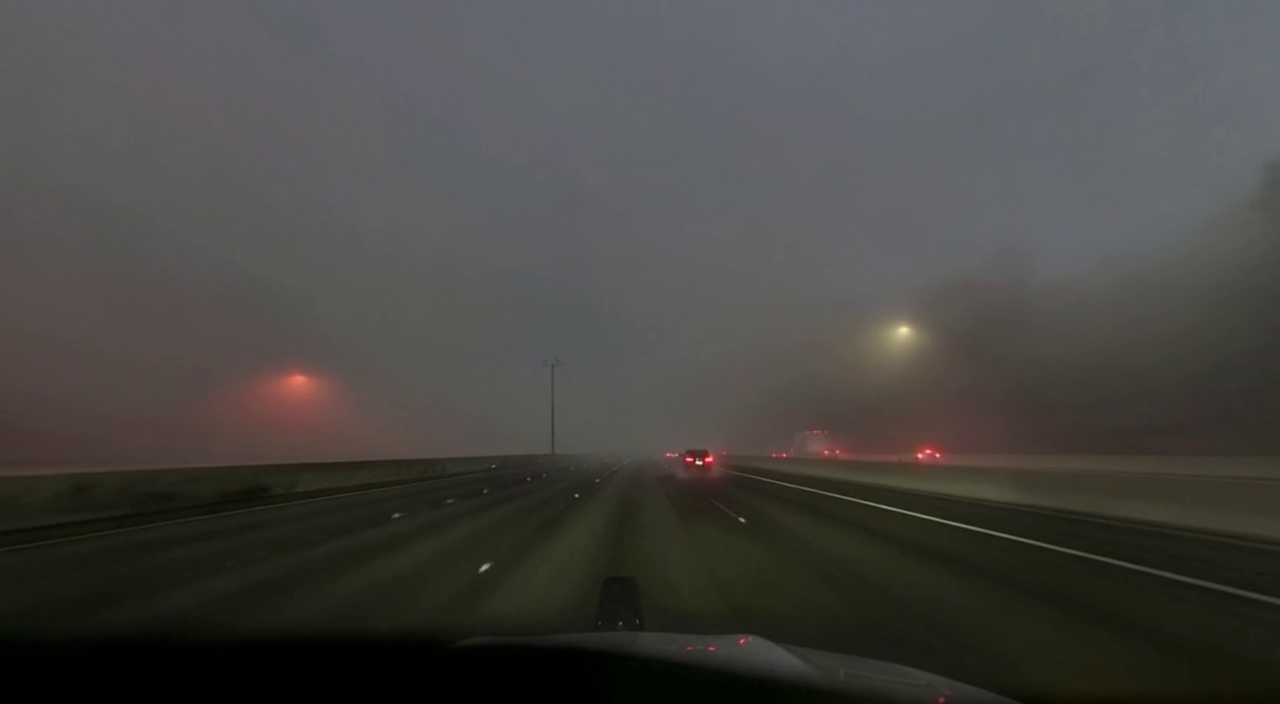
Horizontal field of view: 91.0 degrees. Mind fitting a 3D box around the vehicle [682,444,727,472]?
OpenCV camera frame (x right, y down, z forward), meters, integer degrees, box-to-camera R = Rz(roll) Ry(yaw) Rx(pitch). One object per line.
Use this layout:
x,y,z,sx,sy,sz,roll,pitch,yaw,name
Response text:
3.571,5.967,35.634,2.033,1.501,4.398,0,-9,-1,vehicle
